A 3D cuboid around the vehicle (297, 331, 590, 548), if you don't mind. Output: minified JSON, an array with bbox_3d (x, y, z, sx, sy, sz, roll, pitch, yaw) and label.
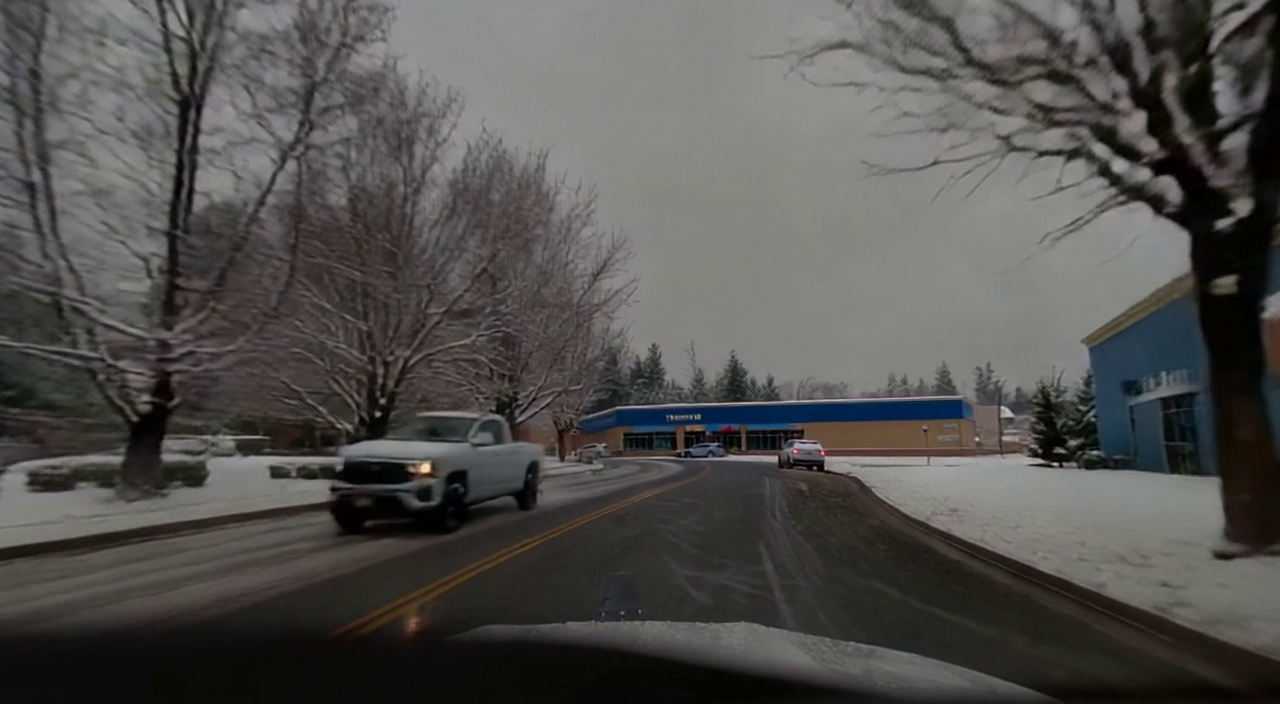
[{"bbox_3d":[-2.840,1.622,11.611,2.674,2.815,6.582,-1,-9,6],"label":"vehicle"}]

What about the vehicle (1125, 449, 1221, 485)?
[{"bbox_3d":[26.716,5.691,31.634,4.545,1.640,1.866,4,-10,-27],"label":"vehicle"}]

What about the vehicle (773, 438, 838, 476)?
[{"bbox_3d":[8.399,5.370,32.532,2.292,1.767,5.128,-1,-9,4],"label":"vehicle"}]
